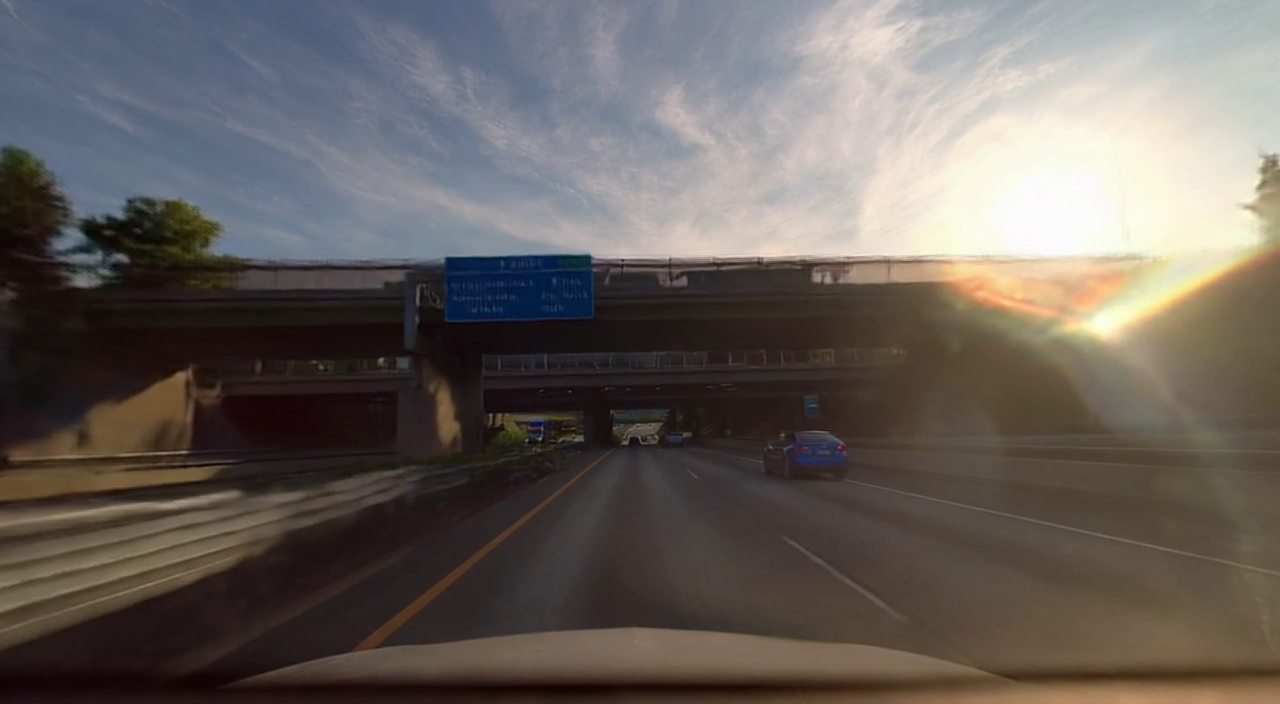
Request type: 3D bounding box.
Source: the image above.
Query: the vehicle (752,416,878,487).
[{"bbox_3d":[4.466,2.611,16.805,2.073,1.651,4.065,0,-8,-2],"label":"vehicle"}]
